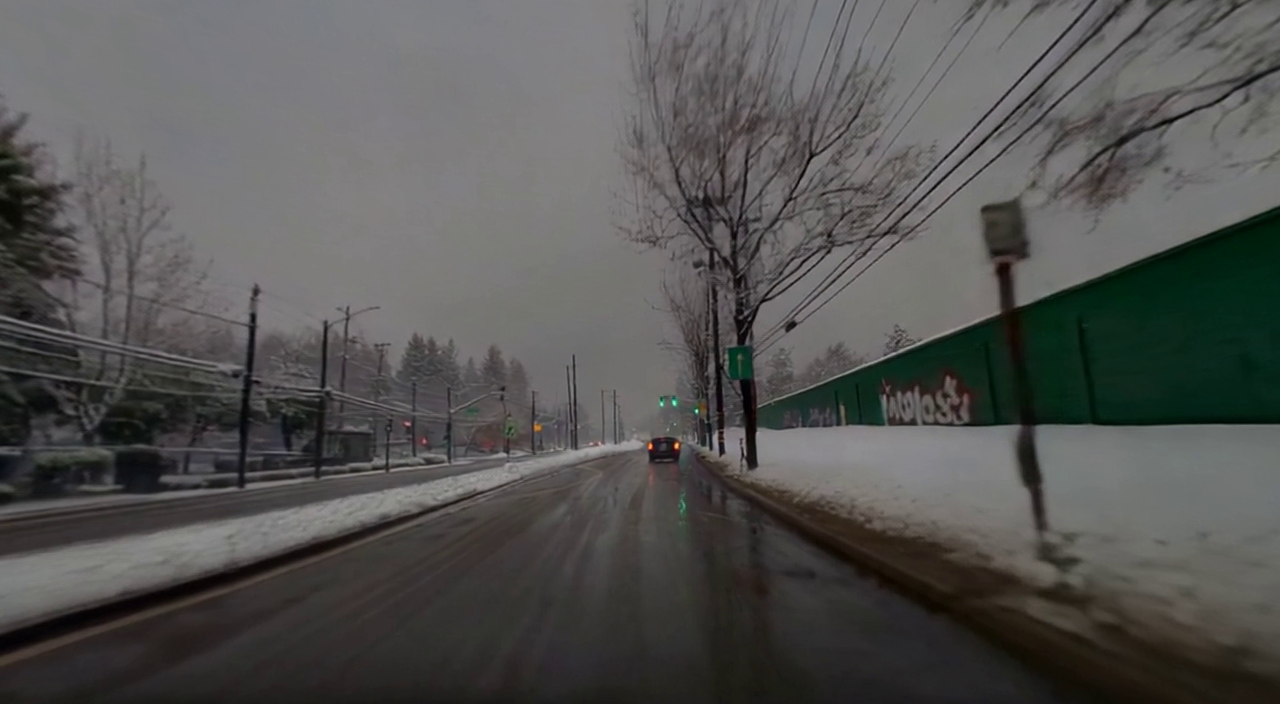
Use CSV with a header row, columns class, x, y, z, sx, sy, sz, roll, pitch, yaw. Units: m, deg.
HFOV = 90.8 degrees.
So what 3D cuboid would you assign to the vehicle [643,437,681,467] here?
class,x,y,z,sx,sy,sz,roll,pitch,yaw
vehicle,1.288,5.773,36.561,2.105,1.611,3.750,-1,-9,3
